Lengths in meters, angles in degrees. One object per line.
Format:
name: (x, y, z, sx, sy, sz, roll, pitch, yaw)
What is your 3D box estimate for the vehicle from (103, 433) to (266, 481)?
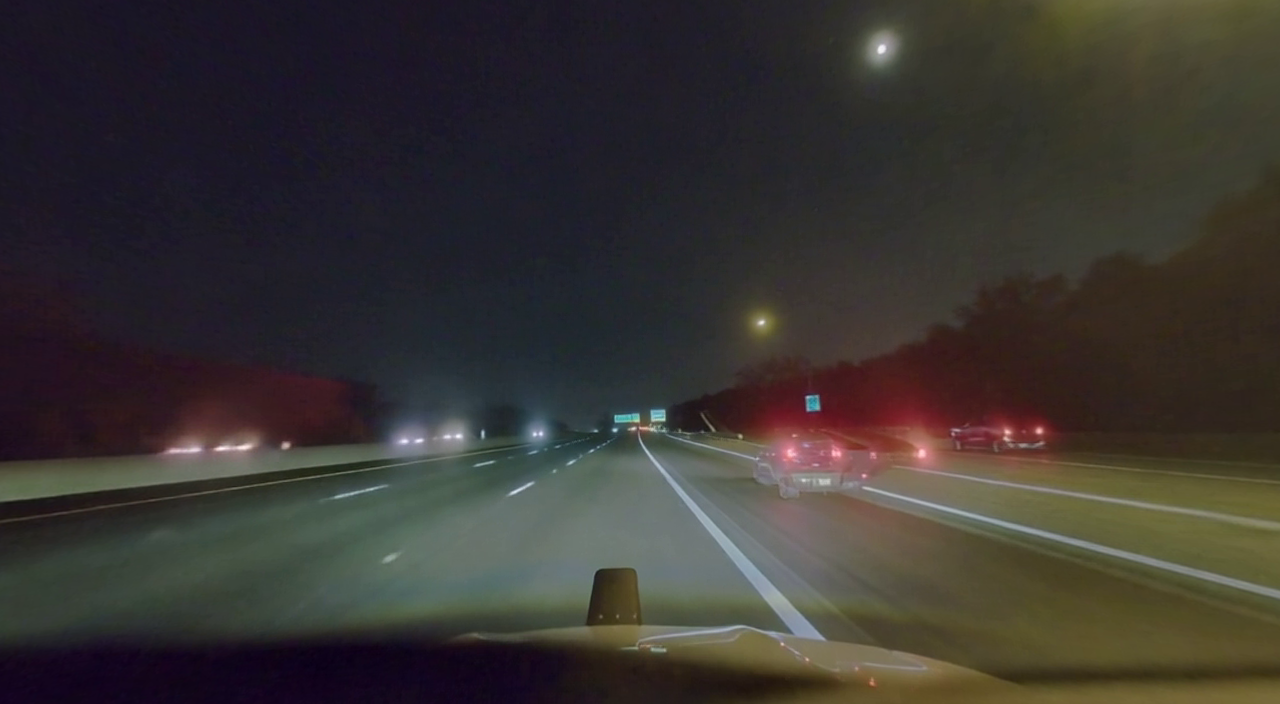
vehicle: (-16.099, 3.698, 22.675, 2.078, 1.504, 5.134, 1, -7, -1)
